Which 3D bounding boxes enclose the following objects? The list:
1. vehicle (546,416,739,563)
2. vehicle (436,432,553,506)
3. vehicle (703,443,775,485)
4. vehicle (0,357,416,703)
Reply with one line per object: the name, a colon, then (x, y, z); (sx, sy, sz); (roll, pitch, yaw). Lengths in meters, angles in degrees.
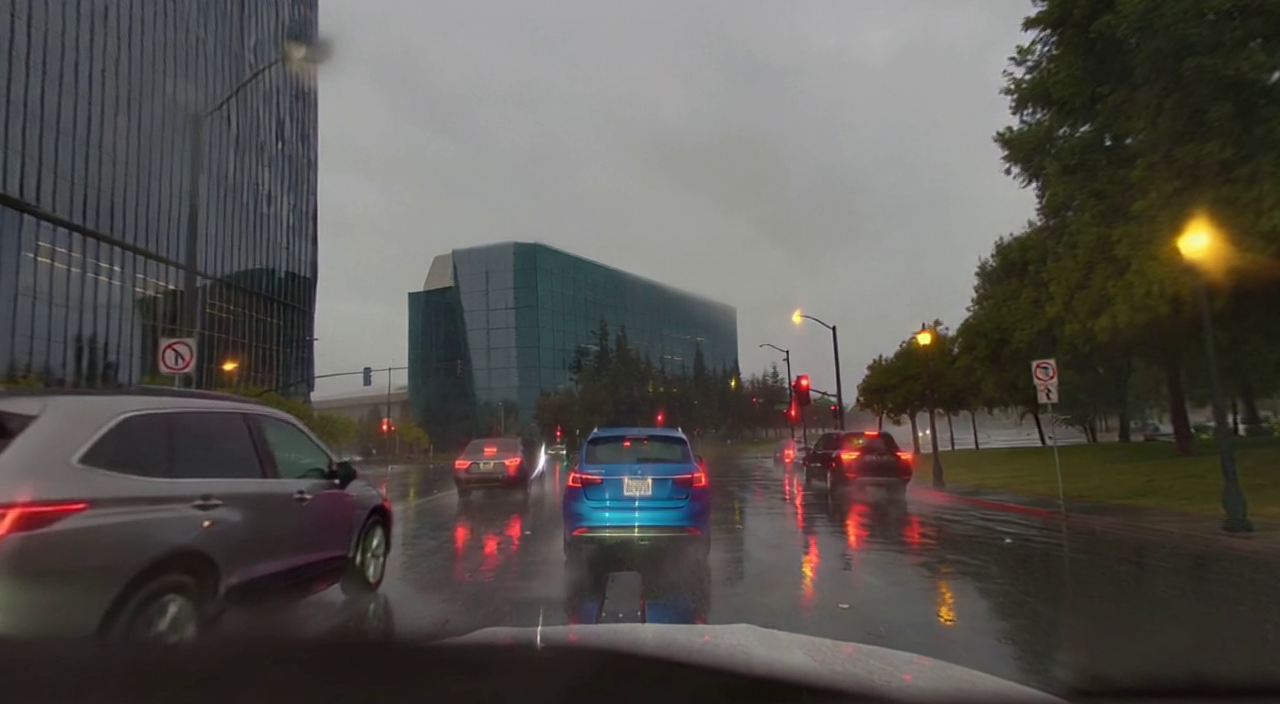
vehicle: (0.005, 1.881, 9.388); (2.207, 1.659, 4.155); (0, -8, -1)
vehicle: (-3.624, 2.988, 16.584); (2.068, 1.678, 4.199); (0, -8, 0)
vehicle: (3.706, 4.259, 24.446); (2.082, 1.445, 4.426); (0, -8, 0)
vehicle: (-3.569, 1.181, 4.745); (2.083, 1.691, 4.398); (0, -8, 1)
